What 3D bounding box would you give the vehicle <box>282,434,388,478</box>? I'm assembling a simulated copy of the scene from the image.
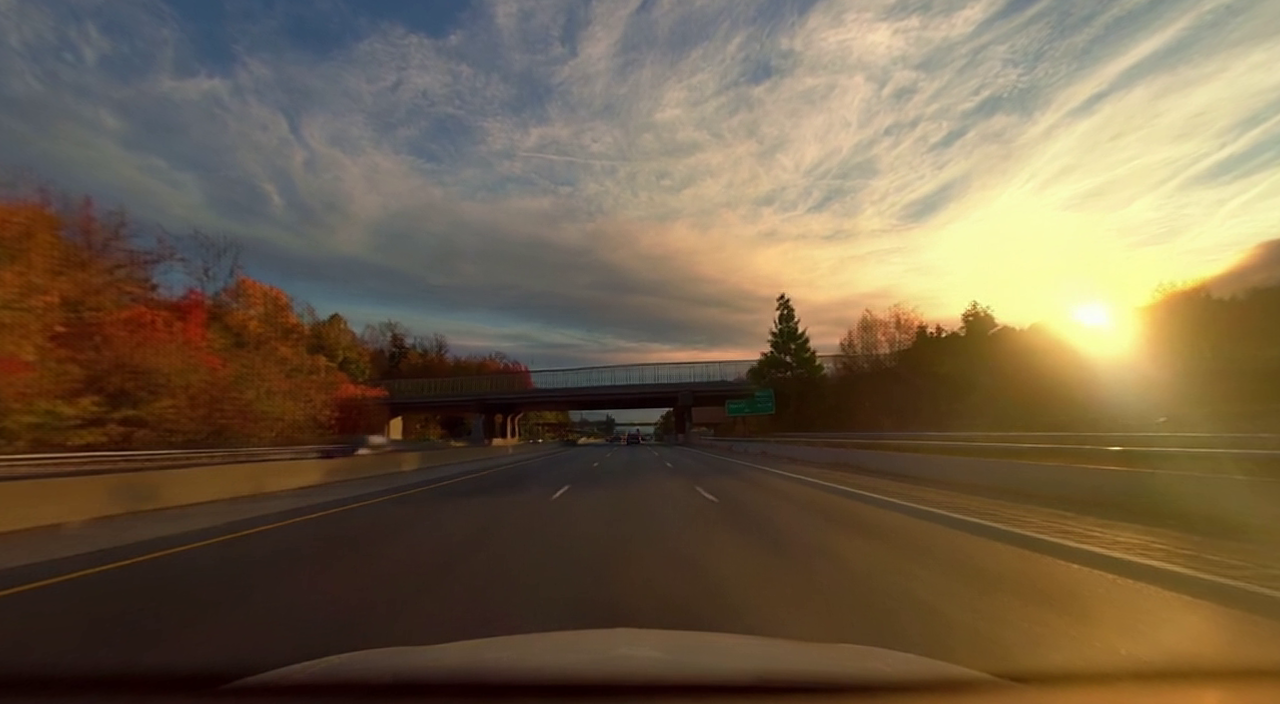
[{"bbox_3d":[-11.615,3.961,24.350,1.922,1.512,4.369,0,-8,0],"label":"vehicle"}]
